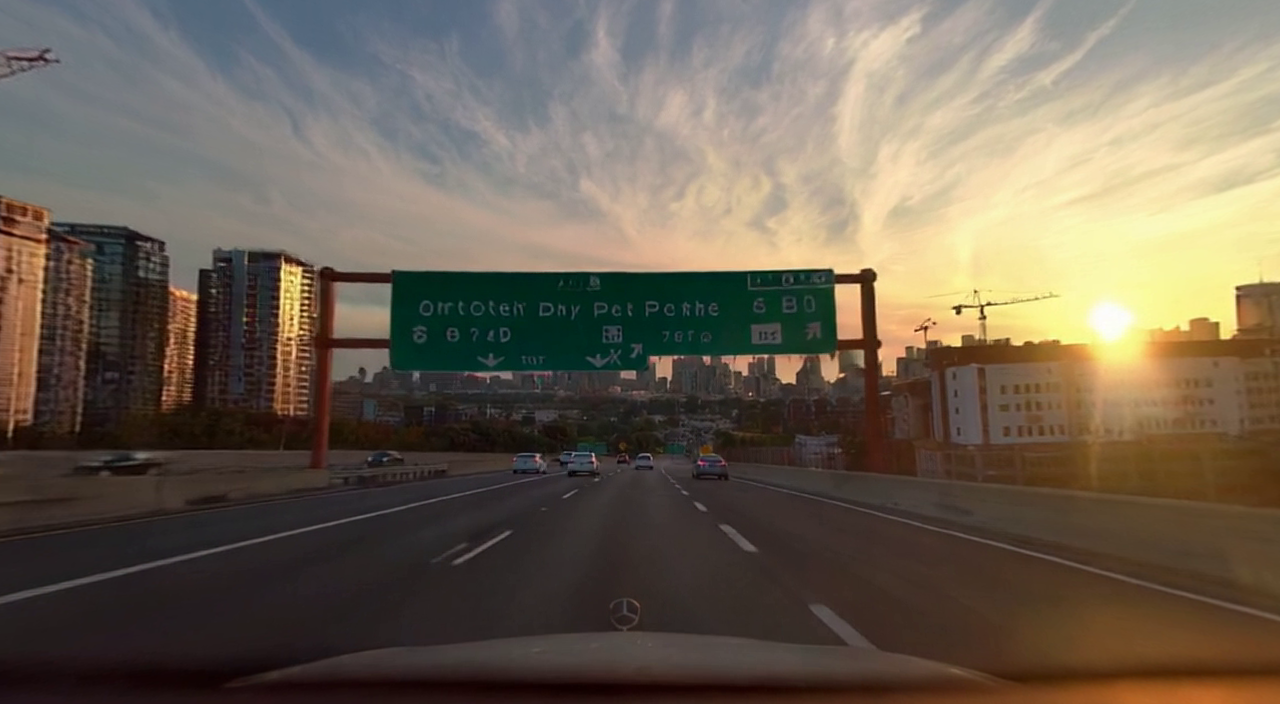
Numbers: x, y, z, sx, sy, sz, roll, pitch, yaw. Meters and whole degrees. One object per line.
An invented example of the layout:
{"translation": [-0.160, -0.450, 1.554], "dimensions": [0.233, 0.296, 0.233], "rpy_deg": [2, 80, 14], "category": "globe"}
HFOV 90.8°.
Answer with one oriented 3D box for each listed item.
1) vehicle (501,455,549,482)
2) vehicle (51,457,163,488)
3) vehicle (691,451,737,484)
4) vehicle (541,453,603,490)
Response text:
{"translation": [-6.816, 6.965, 37.963], "dimensions": [1.951, 1.528, 4.209], "rpy_deg": [0, -9, 2], "category": "vehicle"}
{"translation": [-27.121, 6.143, 32.373], "dimensions": [1.798, 1.446, 4.409], "rpy_deg": [0, -9, 1], "category": "vehicle"}
{"translation": [3.844, 6.113, 33.599], "dimensions": [1.978, 1.602, 4.092], "rpy_deg": [0, -9, 1], "category": "vehicle"}
{"translation": [-2.930, 5.315, 28.403], "dimensions": [2.136, 1.512, 4.488], "rpy_deg": [0, -9, 2], "category": "vehicle"}
